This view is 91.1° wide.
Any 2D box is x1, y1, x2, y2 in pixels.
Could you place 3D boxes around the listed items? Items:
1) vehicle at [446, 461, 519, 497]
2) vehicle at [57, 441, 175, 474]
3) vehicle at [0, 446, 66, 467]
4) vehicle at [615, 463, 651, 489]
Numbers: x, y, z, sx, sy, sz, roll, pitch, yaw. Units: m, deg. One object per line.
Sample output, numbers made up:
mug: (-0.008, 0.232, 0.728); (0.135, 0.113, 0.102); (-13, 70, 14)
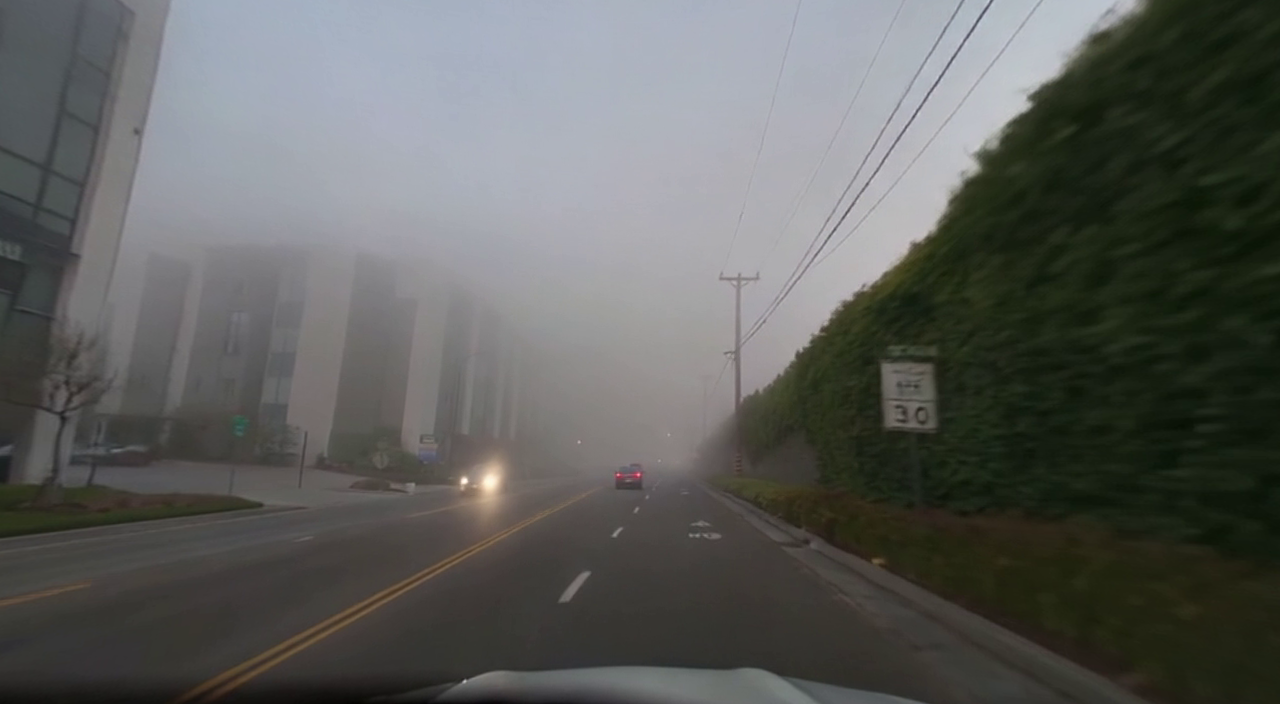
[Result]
vehicle: (-7.041, 5.753, 28.660); (1.979, 1.499, 4.666); (0, -10, 2)
vehicle: (-33.443, 6.795, 40.331); (2.033, 1.959, 5.294); (-4, -11, 22)
vehicle: (-44.709, 7.650, 45.726); (1.714, 1.464, 3.804); (-3, -11, 20)
vehicle: (-0.401, 8.170, 41.577); (2.067, 1.629, 3.858); (0, -10, 5)
